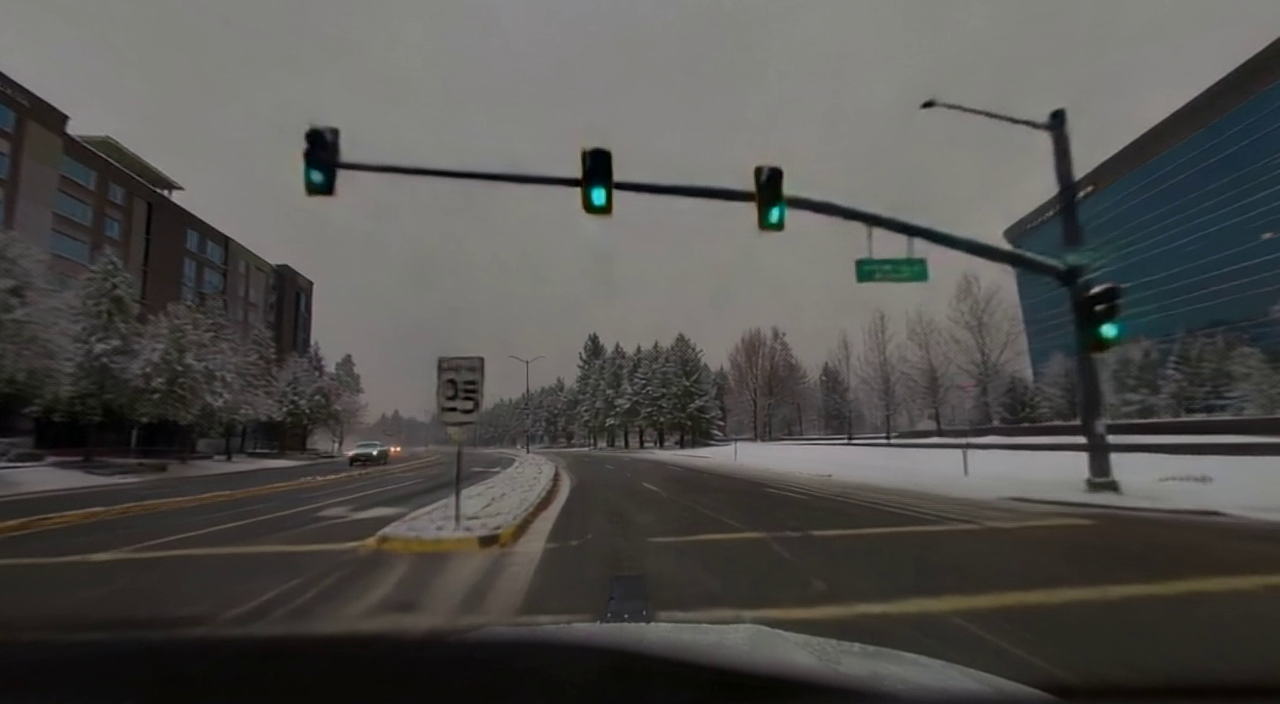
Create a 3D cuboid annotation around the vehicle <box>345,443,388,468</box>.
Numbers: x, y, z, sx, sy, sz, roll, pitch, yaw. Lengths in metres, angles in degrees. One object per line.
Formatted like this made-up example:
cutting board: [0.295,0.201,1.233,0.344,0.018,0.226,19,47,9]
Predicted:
vehicle: [-21.079,7.981,48.724,2.091,1.809,4.550,2,-8,-12]
